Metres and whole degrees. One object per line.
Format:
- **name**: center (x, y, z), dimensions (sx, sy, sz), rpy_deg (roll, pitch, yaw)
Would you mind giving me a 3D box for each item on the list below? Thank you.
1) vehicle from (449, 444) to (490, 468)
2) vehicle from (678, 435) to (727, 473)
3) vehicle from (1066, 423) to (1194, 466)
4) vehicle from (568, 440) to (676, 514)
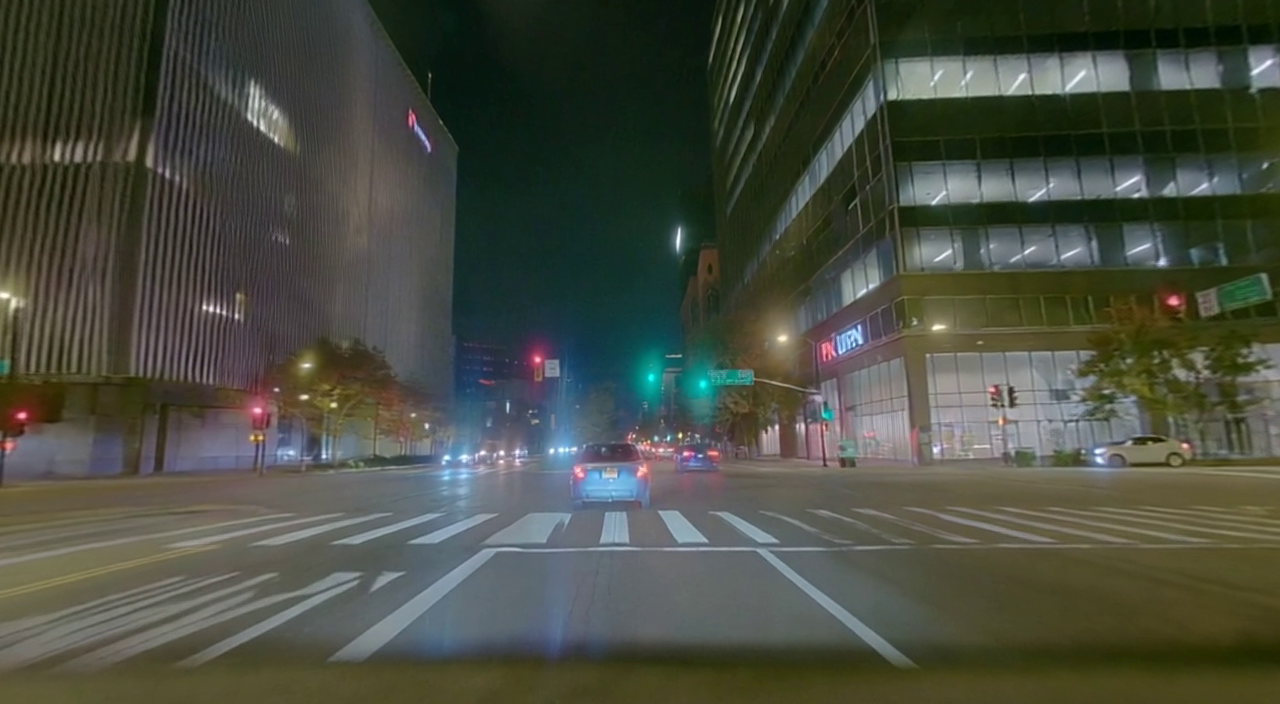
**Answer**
- **vehicle**: center (-12.685, 7.745, 47.158), dimensions (2.000, 1.507, 4.286), rpy_deg (-3, -8, -2)
- **vehicle**: center (3.220, 5.335, 33.333), dimensions (2.078, 1.799, 4.089), rpy_deg (1, -7, -1)
- **vehicle**: center (23.964, 4.546, 31.018), dimensions (4.384, 2.000, 2.345), rpy_deg (1, -9, -4)
- **vehicle**: center (-0.400, 2.786, 14.710), dimensions (2.144, 1.398, 3.963), rpy_deg (1, -7, -1)
